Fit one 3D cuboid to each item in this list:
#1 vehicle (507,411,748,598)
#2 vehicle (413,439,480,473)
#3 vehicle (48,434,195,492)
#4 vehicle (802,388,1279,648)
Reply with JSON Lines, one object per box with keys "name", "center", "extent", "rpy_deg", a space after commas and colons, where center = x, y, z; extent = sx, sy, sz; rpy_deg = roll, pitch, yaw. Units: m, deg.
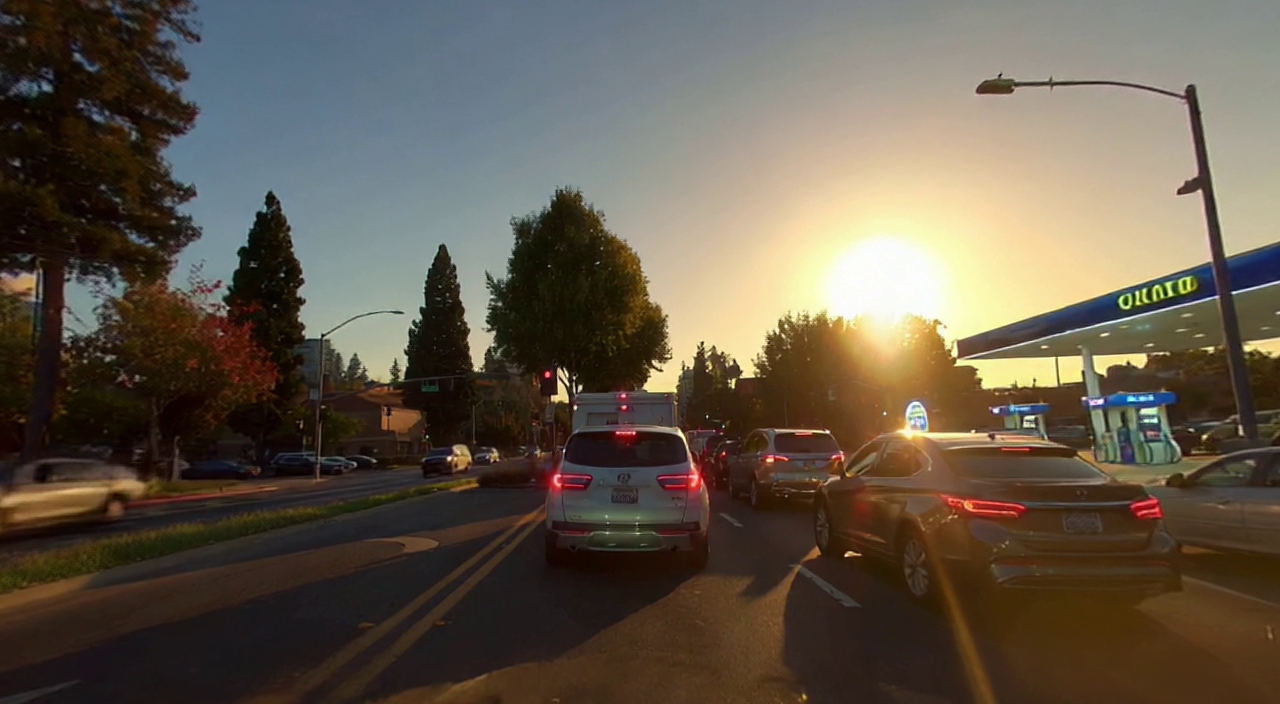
{"name": "vehicle", "center": [-0.148, 1.616, 7.466], "extent": [2.106, 1.613, 3.697], "rpy_deg": [0, -9, -1]}
{"name": "vehicle", "center": [-10.971, 5.942, 36.203], "extent": [2.190, 1.778, 5.033], "rpy_deg": [-1, -9, 1]}
{"name": "vehicle", "center": [-26.949, 5.778, 33.294], "extent": [2.571, 2.711, 6.027], "rpy_deg": [0, -9, 0]}
{"name": "vehicle", "center": [3.369, 1.424, 6.470], "extent": [2.056, 1.700, 4.399], "rpy_deg": [0, -9, -3]}
